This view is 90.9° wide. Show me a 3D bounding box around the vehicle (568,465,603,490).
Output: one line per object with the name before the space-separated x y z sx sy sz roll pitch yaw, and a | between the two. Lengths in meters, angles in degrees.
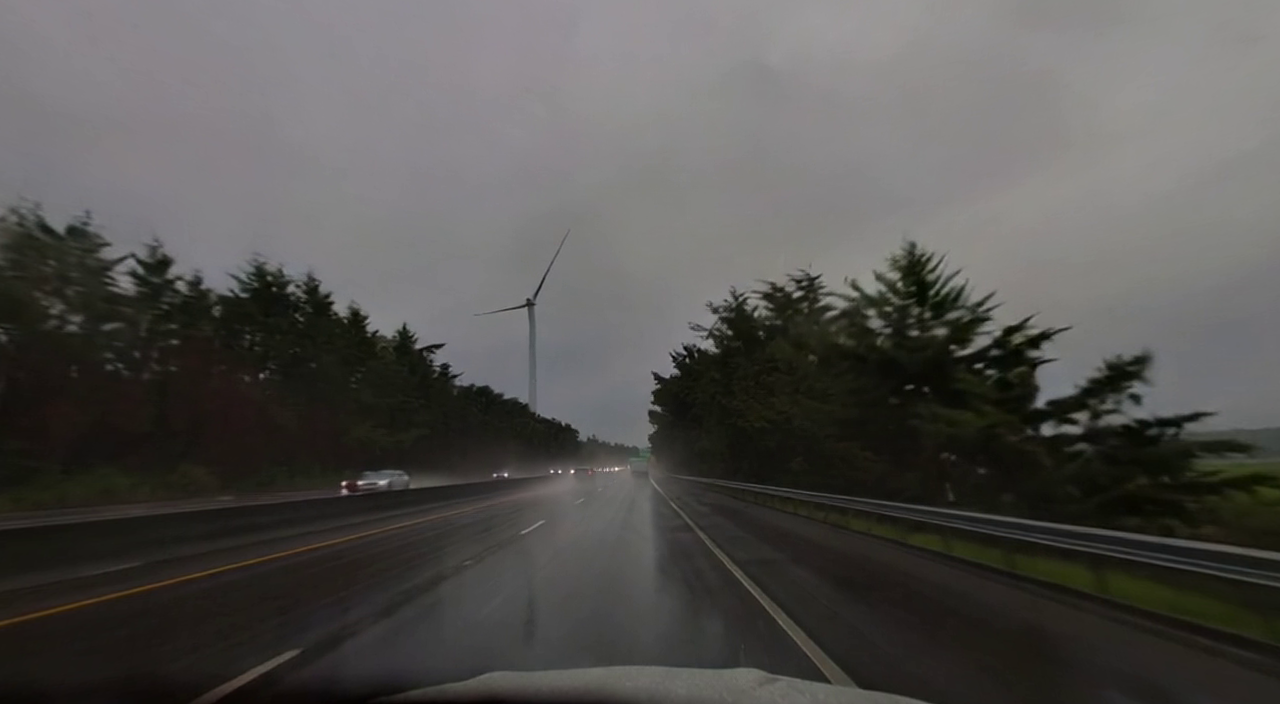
vehicle | -3.898 9.125 46.024 2.124 1.705 4.440 1 -11 0

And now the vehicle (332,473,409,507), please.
vehicle | -12.820 6.555 30.220 1.822 1.431 4.146 1 -11 0
